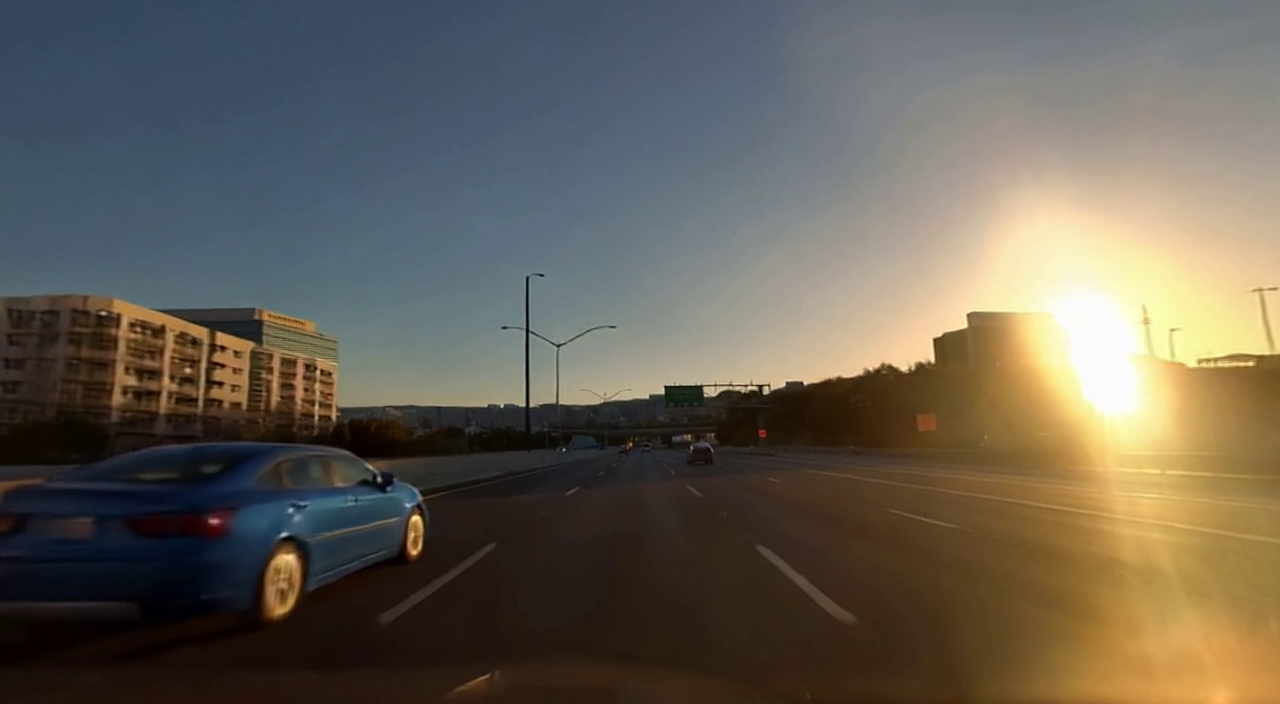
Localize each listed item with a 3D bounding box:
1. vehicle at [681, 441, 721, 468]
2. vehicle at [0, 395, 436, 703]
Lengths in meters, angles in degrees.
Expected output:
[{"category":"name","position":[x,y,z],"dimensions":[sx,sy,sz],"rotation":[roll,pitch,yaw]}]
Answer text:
[{"category":"vehicle","position":[3.666,6.216,38.431],"dimensions":[1.949,1.515,4.374],"rotation":[0,-9,-1]},{"category":"vehicle","position":[-3.417,1.279,4.891],"dimensions":[1.979,1.505,4.705],"rotation":[0,-9,2]}]
